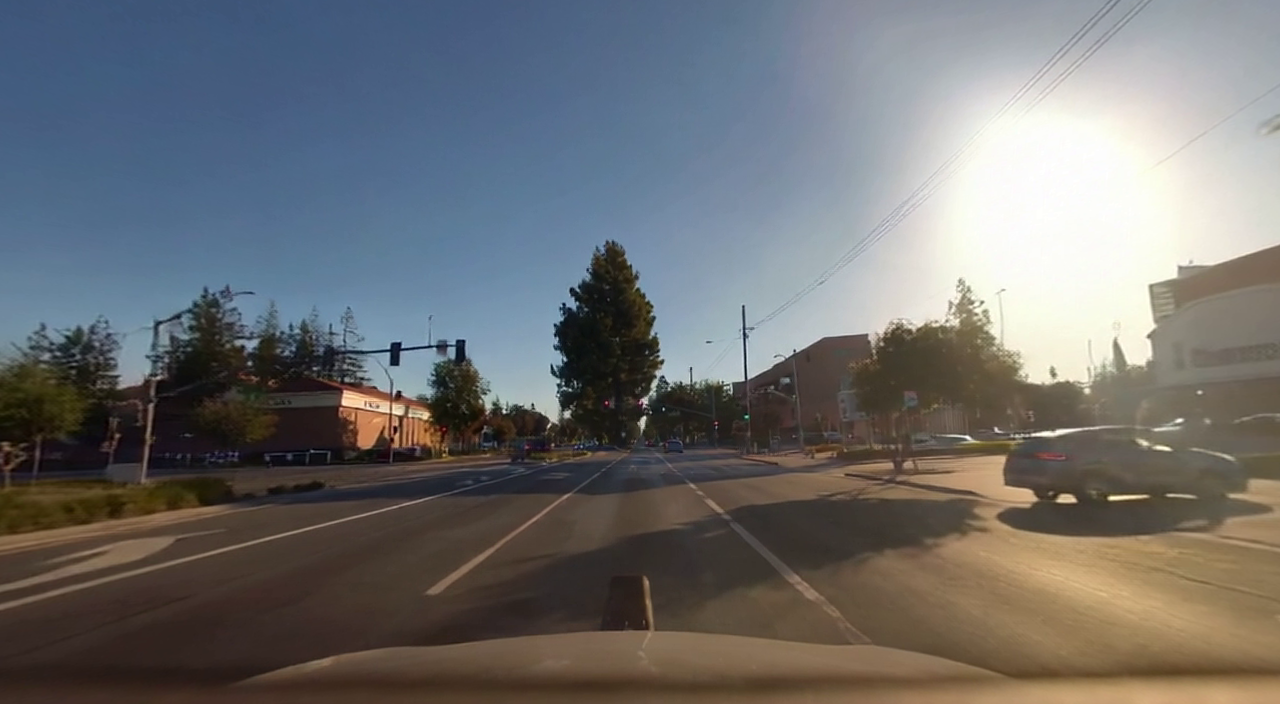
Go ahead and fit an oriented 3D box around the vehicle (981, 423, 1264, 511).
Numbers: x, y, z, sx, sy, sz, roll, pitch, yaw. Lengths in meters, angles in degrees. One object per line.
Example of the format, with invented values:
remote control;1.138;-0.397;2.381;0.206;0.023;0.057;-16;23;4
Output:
vehicle;9.452;2.277;12.683;4.007;1.591;1.915;-1;-8;3

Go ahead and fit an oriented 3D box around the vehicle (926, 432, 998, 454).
vehicle;22.447;6.323;43.950;4.694;1.481;1.884;4;-9;-25
